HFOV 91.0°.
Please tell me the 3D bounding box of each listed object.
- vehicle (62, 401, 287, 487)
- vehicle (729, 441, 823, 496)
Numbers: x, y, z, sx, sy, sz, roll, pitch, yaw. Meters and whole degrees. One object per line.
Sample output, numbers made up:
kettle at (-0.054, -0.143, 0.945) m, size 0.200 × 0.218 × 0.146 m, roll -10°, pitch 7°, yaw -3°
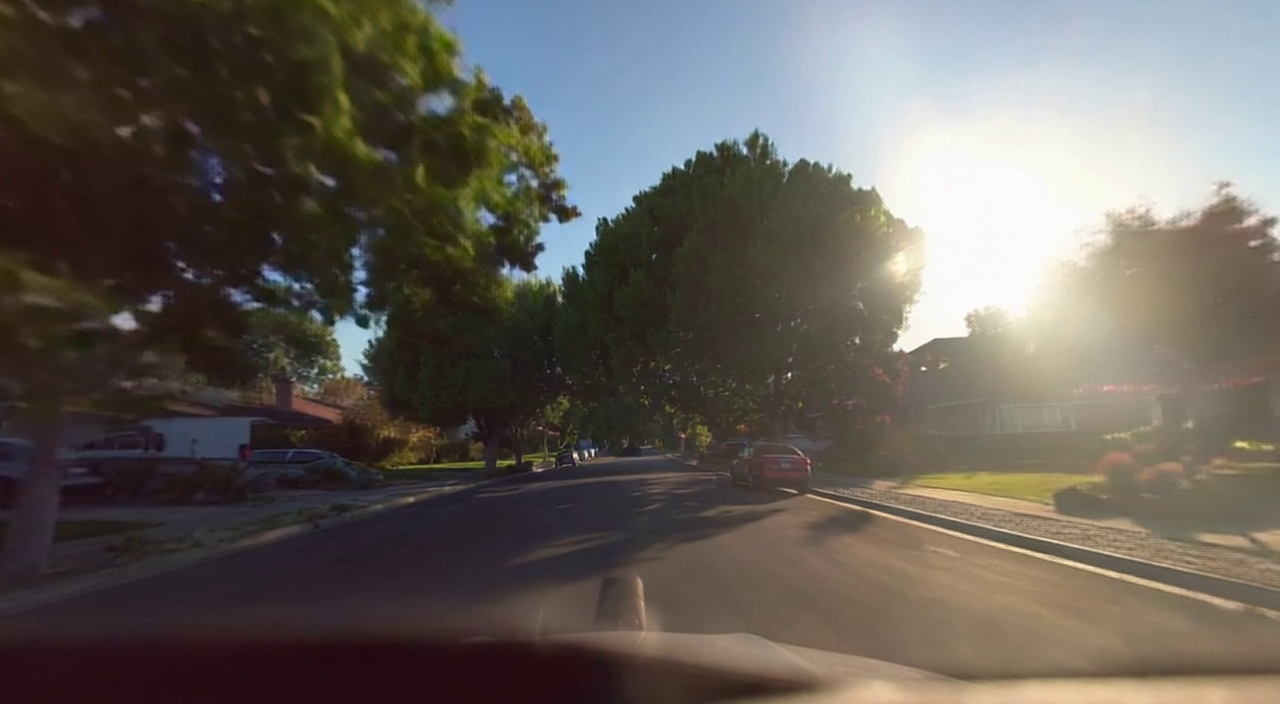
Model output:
vehicle at (-16.524, 3.321, 22.563) m, size 6.381 × 2.645 × 2.703 m, roll -3°, pitch -9°, yaw 10°
vehicle at (4.075, 3.547, 19.576) m, size 2.011 × 1.521 × 4.292 m, roll 0°, pitch -9°, yaw 1°
